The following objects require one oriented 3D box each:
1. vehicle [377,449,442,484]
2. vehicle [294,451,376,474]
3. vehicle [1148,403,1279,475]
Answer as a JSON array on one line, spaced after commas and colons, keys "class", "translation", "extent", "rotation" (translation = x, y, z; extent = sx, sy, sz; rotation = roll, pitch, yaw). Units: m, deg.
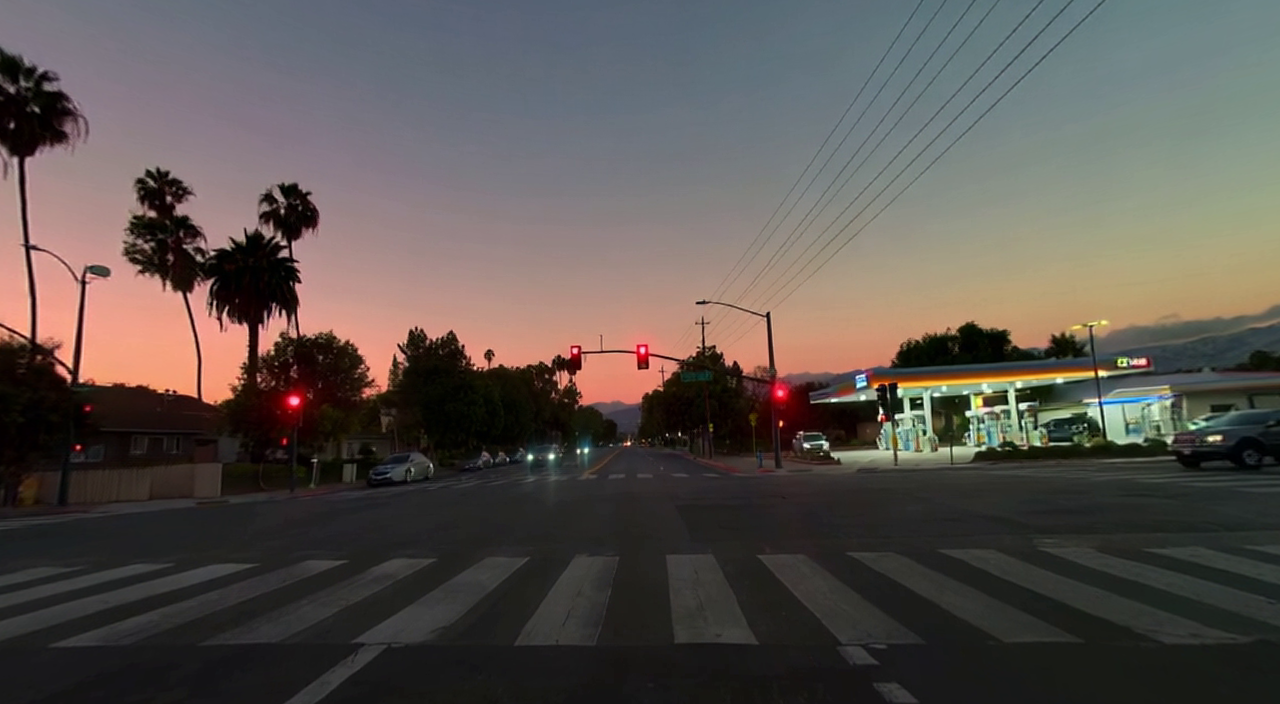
[{"class": "vehicle", "translation": [-13.023, 6.464, 35.967], "extent": [2.009, 1.777, 4.559], "rotation": [0, -9, -1]}, {"class": "vehicle", "translation": [-20.947, 7.579, 43.525], "extent": [4.672, 1.469, 1.816], "rotation": [0, -9, -2]}, {"class": "vehicle", "translation": [17.233, 2.379, 17.273], "extent": [5.086, 1.817, 1.952], "rotation": [0, -9, -5]}]
